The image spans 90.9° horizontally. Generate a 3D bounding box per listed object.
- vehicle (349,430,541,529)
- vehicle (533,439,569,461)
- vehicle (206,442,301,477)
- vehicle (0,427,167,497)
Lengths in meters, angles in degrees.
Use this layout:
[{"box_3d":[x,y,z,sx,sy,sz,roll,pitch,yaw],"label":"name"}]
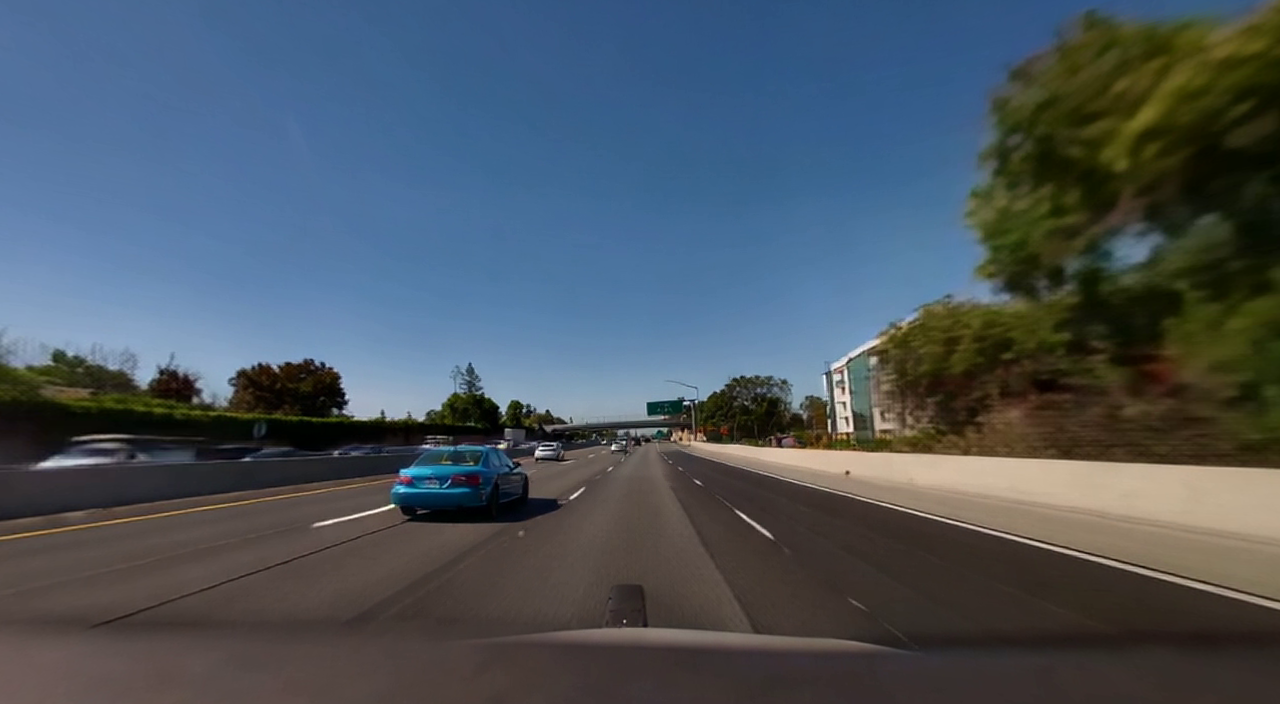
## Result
[{"box_3d":[-3.519,2.411,12.613,2.144,1.565,4.951,0,-8,2],"label":"vehicle"},{"box_3d":[-6.907,7.679,49.476,2.118,1.675,4.395,0,-8,1],"label":"vehicle"},{"box_3d":[-21.286,5.894,34.992,2.057,1.785,4.964,0,-8,1],"label":"vehicle"},{"box_3d":[-17.090,3.206,18.759,2.108,1.795,4.913,0,-8,1],"label":"vehicle"}]
